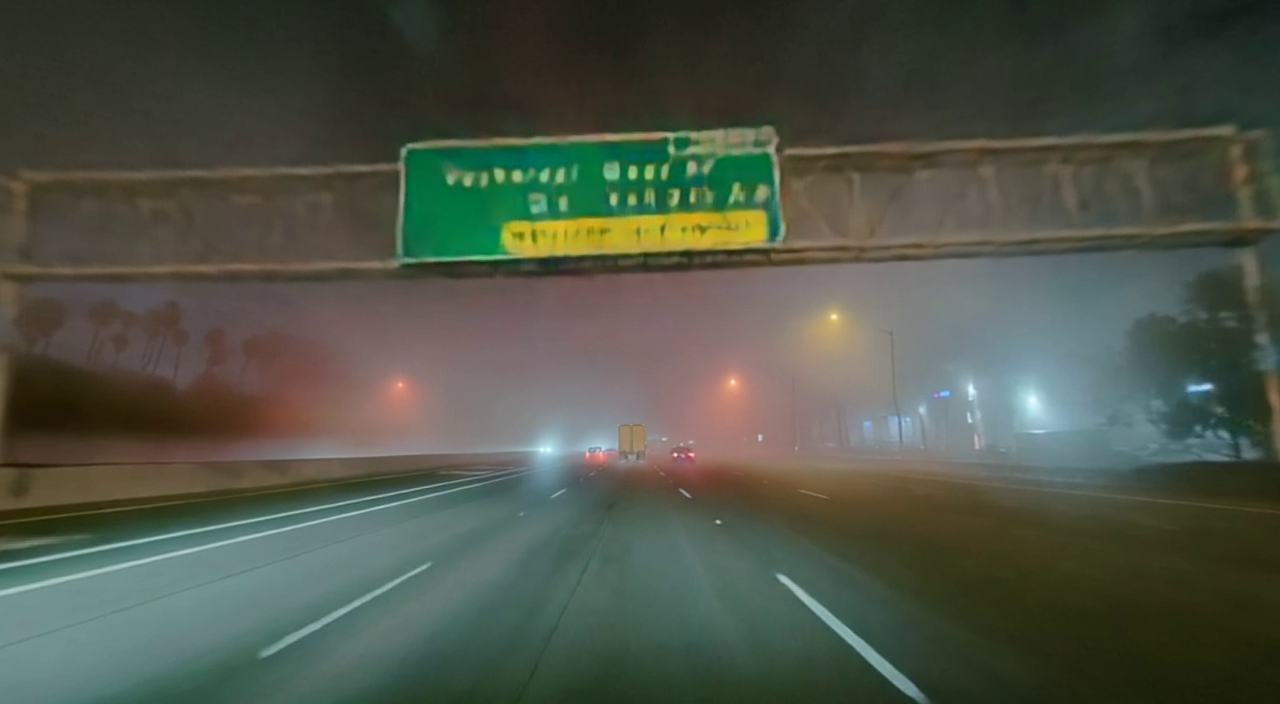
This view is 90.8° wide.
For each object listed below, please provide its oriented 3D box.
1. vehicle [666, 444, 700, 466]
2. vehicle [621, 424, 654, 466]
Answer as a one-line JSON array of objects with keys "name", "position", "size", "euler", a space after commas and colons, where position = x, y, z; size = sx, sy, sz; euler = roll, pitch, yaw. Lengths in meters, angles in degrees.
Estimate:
[{"name": "vehicle", "position": [3.060, 7.426, 45.593], "size": [2.049, 1.485, 4.106], "euler": [0, -8, -1]}, {"name": "vehicle", "position": [-0.282, 7.217, 49.023], "size": [2.364, 2.953, 6.495], "euler": [0, -8, -1]}]
